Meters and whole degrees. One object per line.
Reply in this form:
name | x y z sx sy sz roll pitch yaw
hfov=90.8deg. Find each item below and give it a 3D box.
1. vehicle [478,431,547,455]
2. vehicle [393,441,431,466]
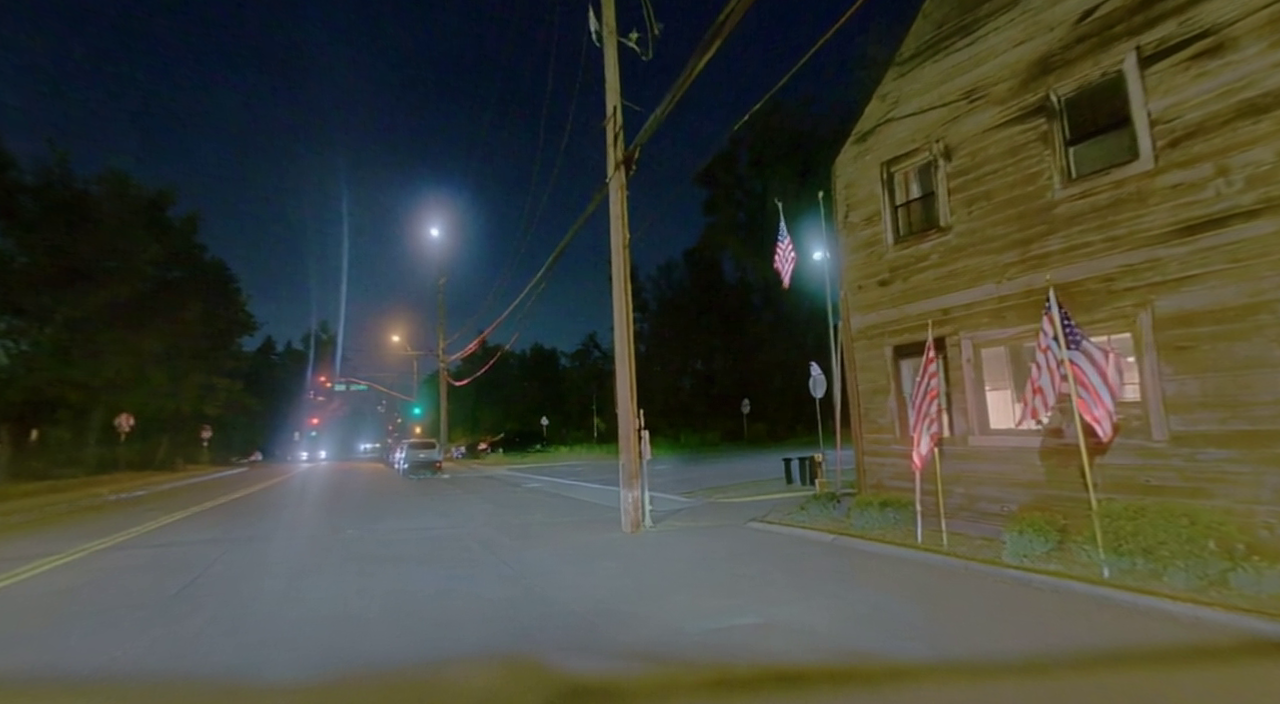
vehicle | -9.522 6.800 47.305 4.767 1.735 1.920 3 -9 -22
vehicle | -14.288 6.325 39.441 1.941 1.460 4.206 3 -9 -22
